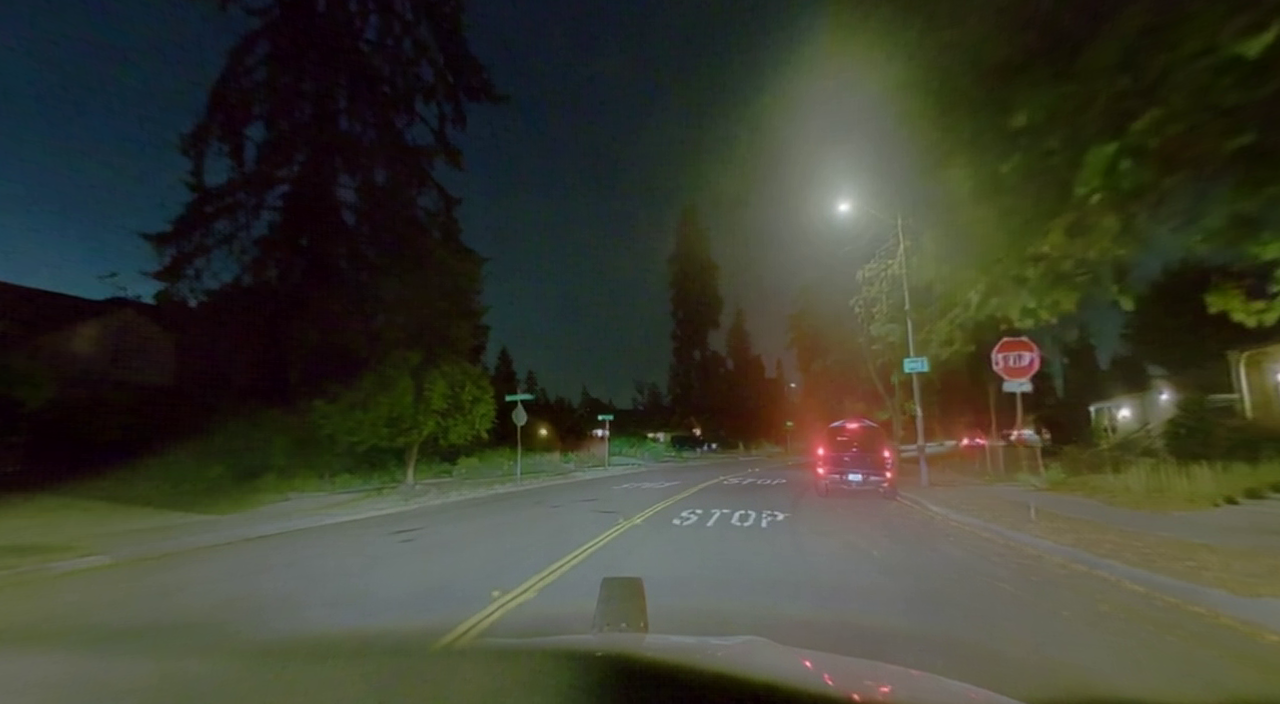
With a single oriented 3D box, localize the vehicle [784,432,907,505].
[{"bbox_3d":[5.421,3.044,17.044,2.692,1.649,4.689,-2,-9,15],"label":"vehicle"}]
